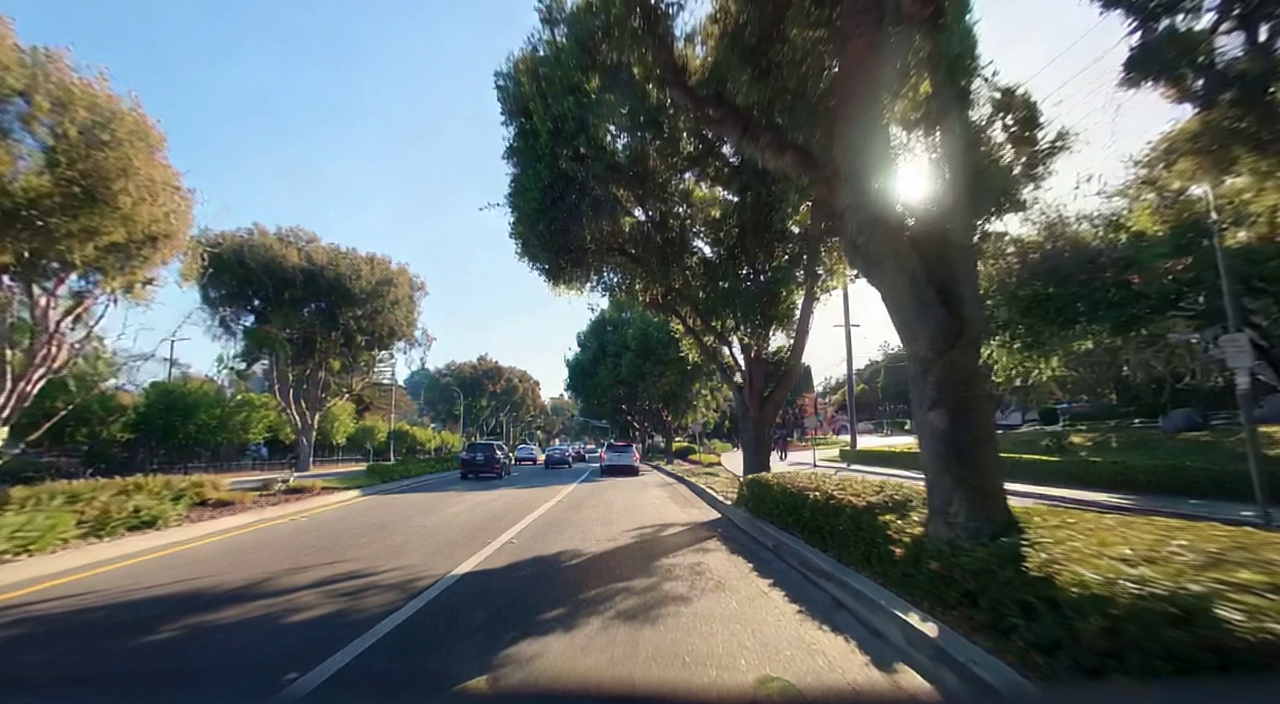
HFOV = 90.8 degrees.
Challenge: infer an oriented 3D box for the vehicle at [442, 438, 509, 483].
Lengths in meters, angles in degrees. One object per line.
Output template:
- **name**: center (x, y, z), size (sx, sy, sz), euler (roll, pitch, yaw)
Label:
- **vehicle**: center (-6.504, 4.320, 25.445), size (1.860, 1.634, 4.089), euler (1, -9, -4)

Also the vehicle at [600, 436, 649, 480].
- **vehicle**: center (-0.737, 4.651, 27.981), size (2.012, 1.769, 3.897), euler (0, -8, -3)

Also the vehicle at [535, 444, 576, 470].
- **vehicle**: center (-5.082, 6.343, 38.381), size (2.087, 1.485, 4.452), euler (0, -8, -3)
